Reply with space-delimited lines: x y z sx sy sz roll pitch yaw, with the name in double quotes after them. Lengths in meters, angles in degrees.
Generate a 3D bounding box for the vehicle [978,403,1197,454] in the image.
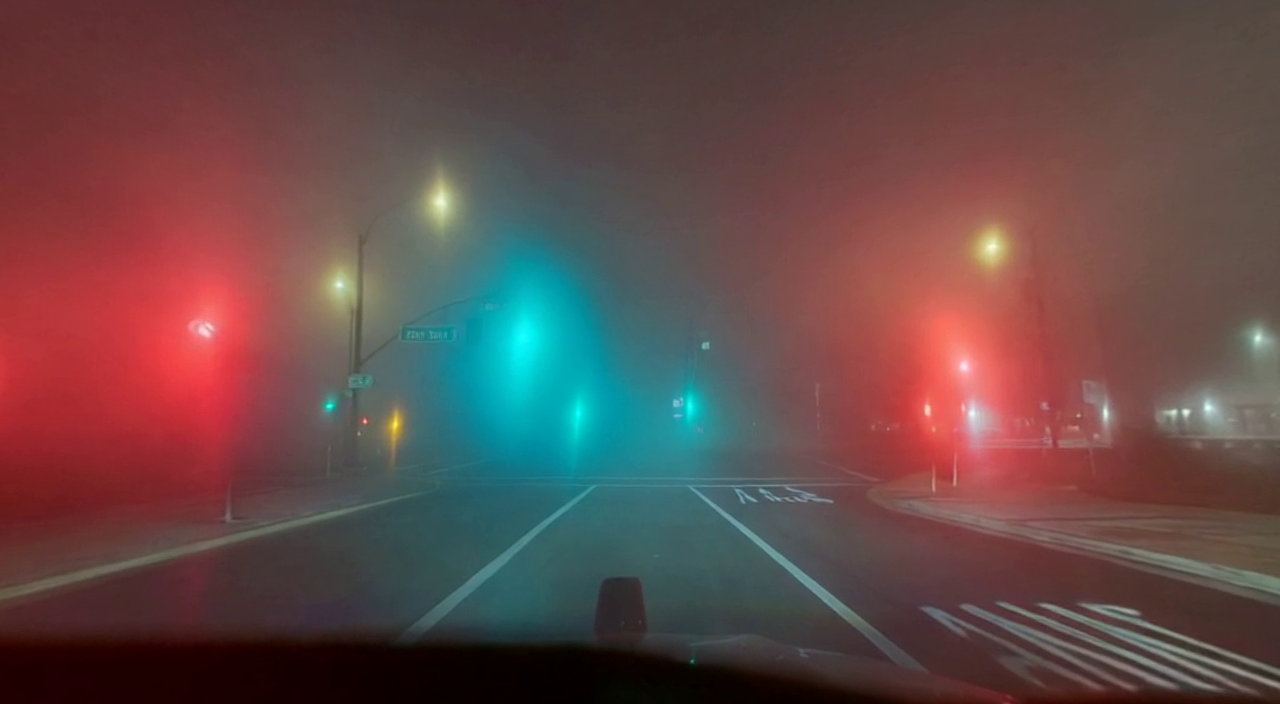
31.013 5.397 43.912 12.822 3.296 3.033 0 -9 0 "vehicle"
